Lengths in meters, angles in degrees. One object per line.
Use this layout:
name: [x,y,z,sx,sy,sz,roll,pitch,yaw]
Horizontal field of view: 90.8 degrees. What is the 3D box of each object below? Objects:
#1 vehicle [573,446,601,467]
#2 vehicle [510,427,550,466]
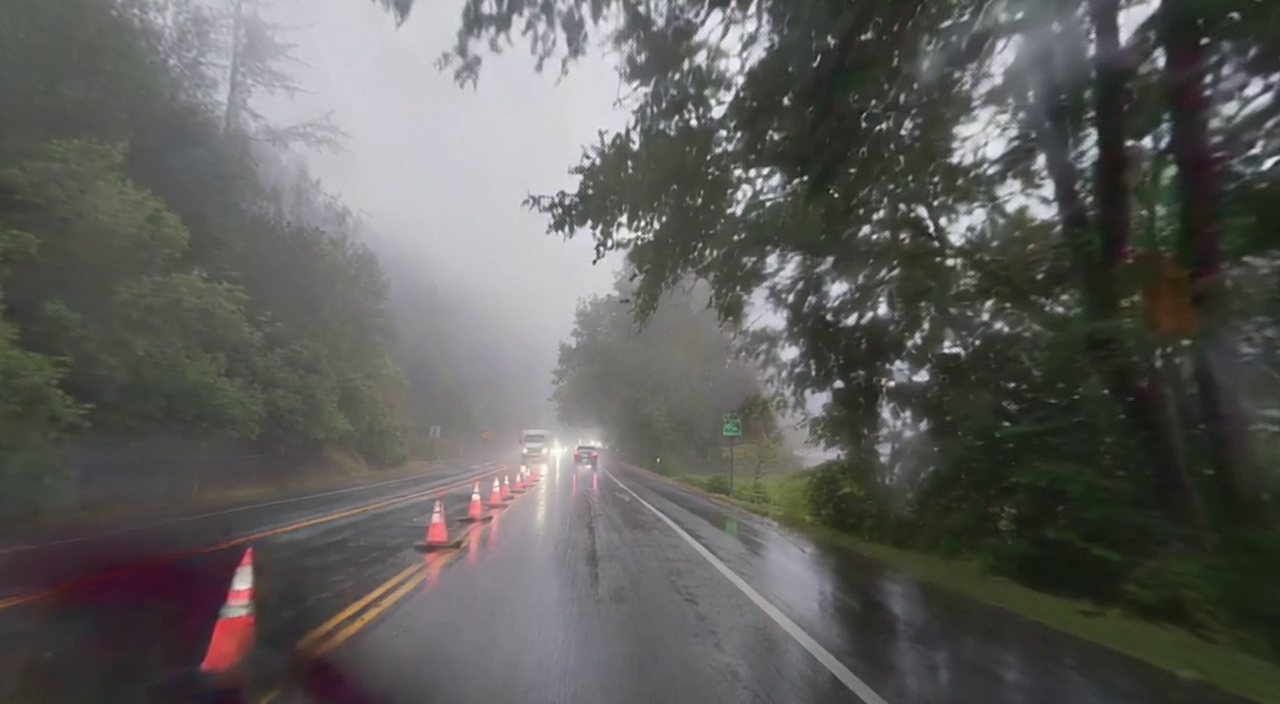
vehicle: [-4.032,7.912,48.031,2.013,1.481,4.356,1,-8,-5]
vehicle: [-7.656,6.603,44.311,2.380,2.488,4.028,2,-8,-6]
